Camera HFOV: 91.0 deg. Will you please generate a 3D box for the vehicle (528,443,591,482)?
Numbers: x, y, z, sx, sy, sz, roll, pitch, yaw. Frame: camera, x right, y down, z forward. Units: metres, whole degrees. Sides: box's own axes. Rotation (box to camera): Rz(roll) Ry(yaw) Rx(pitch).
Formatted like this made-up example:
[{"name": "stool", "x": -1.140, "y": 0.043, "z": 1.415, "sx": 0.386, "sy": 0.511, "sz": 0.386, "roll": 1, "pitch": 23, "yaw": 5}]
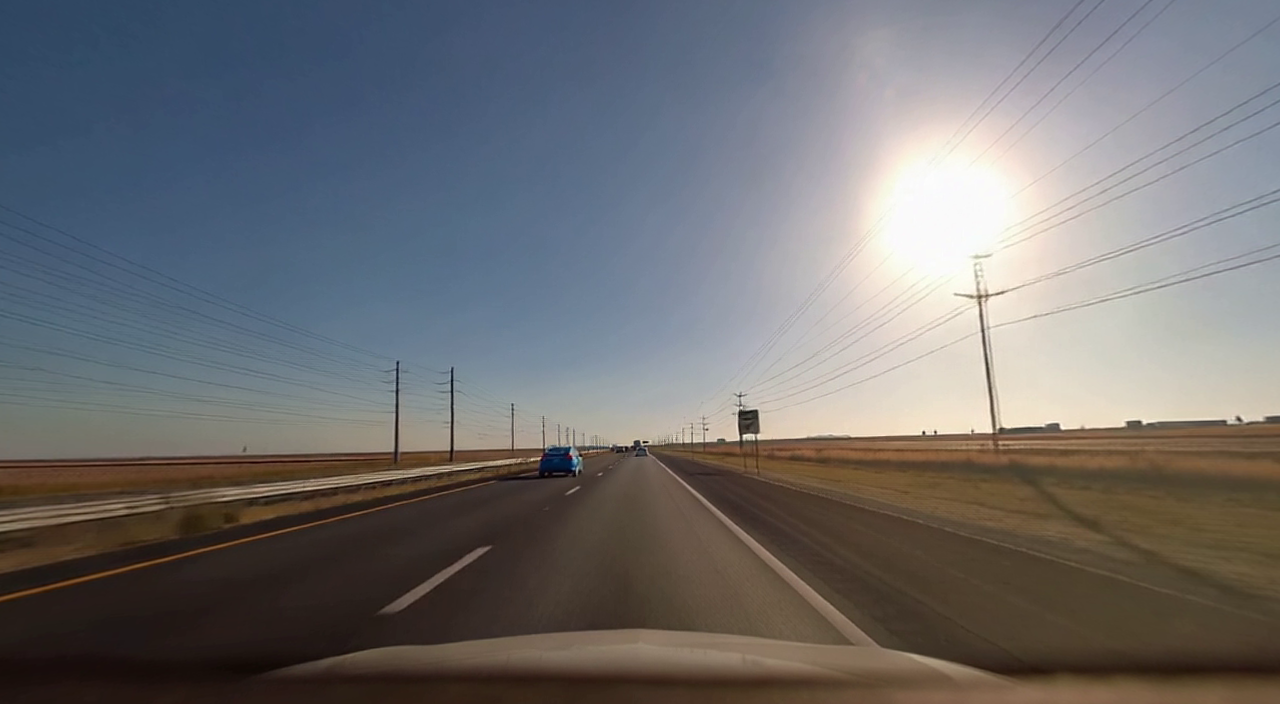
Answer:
[{"name": "vehicle", "x": -3.456, "y": 4.836, "z": 27.878, "sx": 2.106, "sy": 1.543, "sz": 4.465, "roll": 0, "pitch": -9, "yaw": 1}]
